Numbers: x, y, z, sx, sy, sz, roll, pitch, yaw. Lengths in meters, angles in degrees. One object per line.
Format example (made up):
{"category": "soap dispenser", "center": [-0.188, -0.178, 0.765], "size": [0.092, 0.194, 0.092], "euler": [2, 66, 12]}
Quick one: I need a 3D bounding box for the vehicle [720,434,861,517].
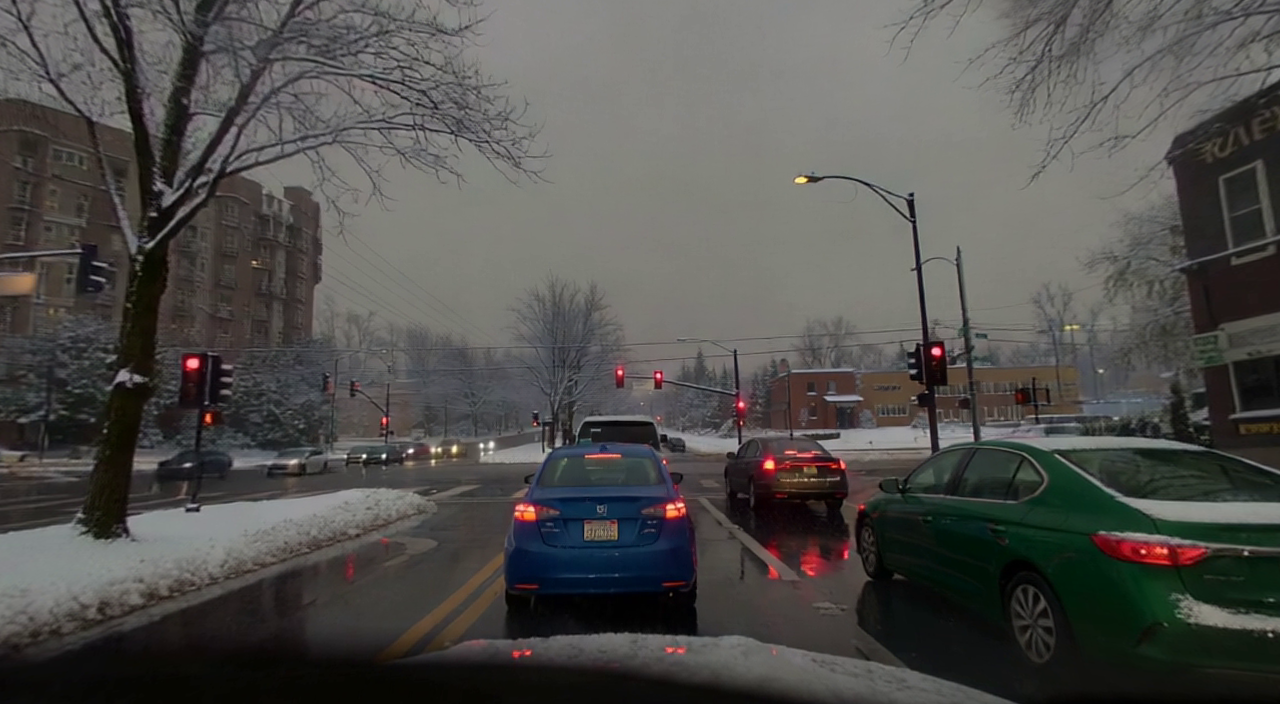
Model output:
{"category": "vehicle", "center": [3.153, 2.676, 14.308], "size": [2.026, 1.549, 4.559], "euler": [0, -8, -1]}

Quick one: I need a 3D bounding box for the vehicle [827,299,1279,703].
{"category": "vehicle", "center": [3.578, 1.109, 5.055], "size": [2.572, 1.945, 5.065], "euler": [0, -8, 0]}

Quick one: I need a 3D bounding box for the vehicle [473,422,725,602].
{"category": "vehicle", "center": [-0.369, 1.653, 7.386], "size": [2.143, 1.520, 3.848], "euler": [0, -8, -1]}

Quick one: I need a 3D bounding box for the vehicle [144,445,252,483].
{"category": "vehicle", "center": [-21.681, 5.492, 31.268], "size": [1.935, 1.701, 4.590], "euler": [0, -8, 0]}

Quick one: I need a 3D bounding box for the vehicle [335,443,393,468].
{"category": "vehicle", "center": [-21.242, 7.981, 48.875], "size": [2.233, 1.782, 4.862], "euler": [0, -8, 0]}

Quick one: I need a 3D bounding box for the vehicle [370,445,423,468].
{"category": "vehicle", "center": [-18.105, 7.767, 47.190], "size": [2.130, 1.550, 4.618], "euler": [0, -8, 0]}

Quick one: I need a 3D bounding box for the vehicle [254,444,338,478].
{"category": "vehicle", "center": [-17.945, 5.682, 33.190], "size": [1.976, 1.667, 4.274], "euler": [0, -8, 0]}
